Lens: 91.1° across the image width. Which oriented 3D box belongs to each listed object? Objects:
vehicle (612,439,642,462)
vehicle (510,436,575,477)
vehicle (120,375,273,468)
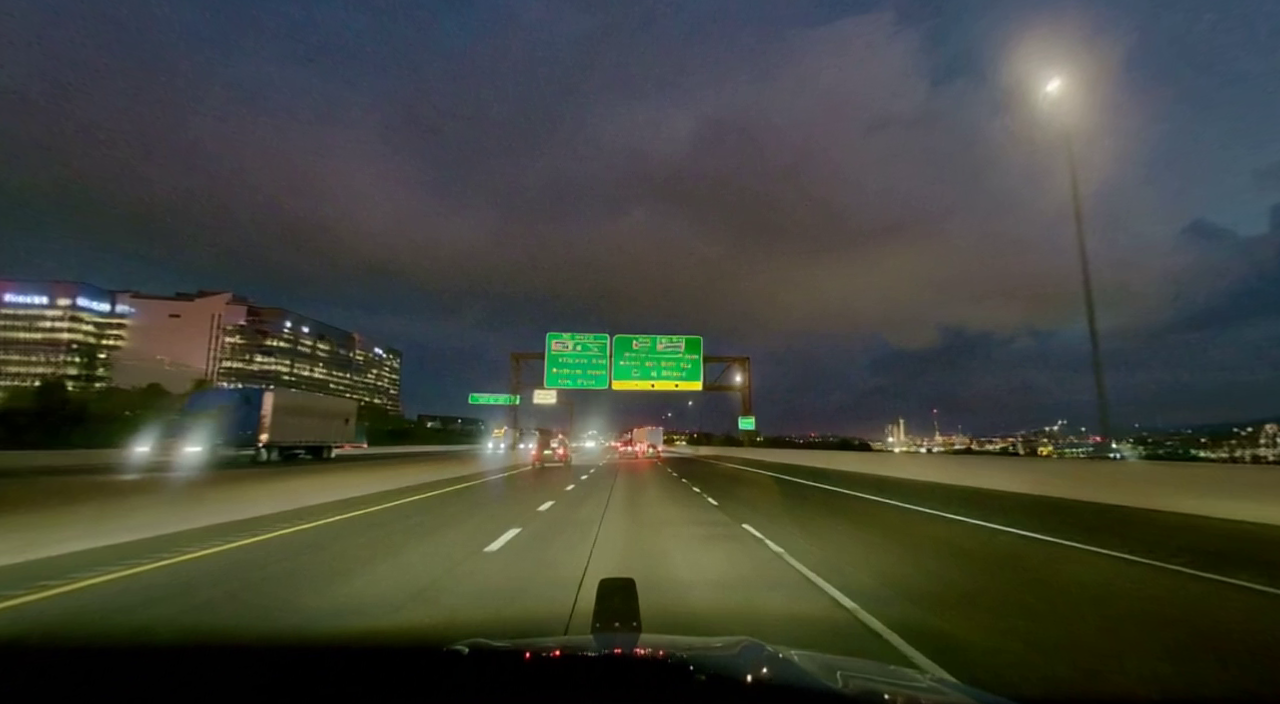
[{"bbox_3d":[-1.084,7.547,48.285,2.196,1.699,4.499,0,-8,-2],"label":"vehicle"},{"bbox_3d":[-4.229,4.616,28.039,2.271,1.626,4.463,0,-8,-1],"label":"vehicle"},{"bbox_3d":[-21.106,3.438,30.417,3.036,3.998,5.938,0,-8,-2],"label":"vehicle"}]
